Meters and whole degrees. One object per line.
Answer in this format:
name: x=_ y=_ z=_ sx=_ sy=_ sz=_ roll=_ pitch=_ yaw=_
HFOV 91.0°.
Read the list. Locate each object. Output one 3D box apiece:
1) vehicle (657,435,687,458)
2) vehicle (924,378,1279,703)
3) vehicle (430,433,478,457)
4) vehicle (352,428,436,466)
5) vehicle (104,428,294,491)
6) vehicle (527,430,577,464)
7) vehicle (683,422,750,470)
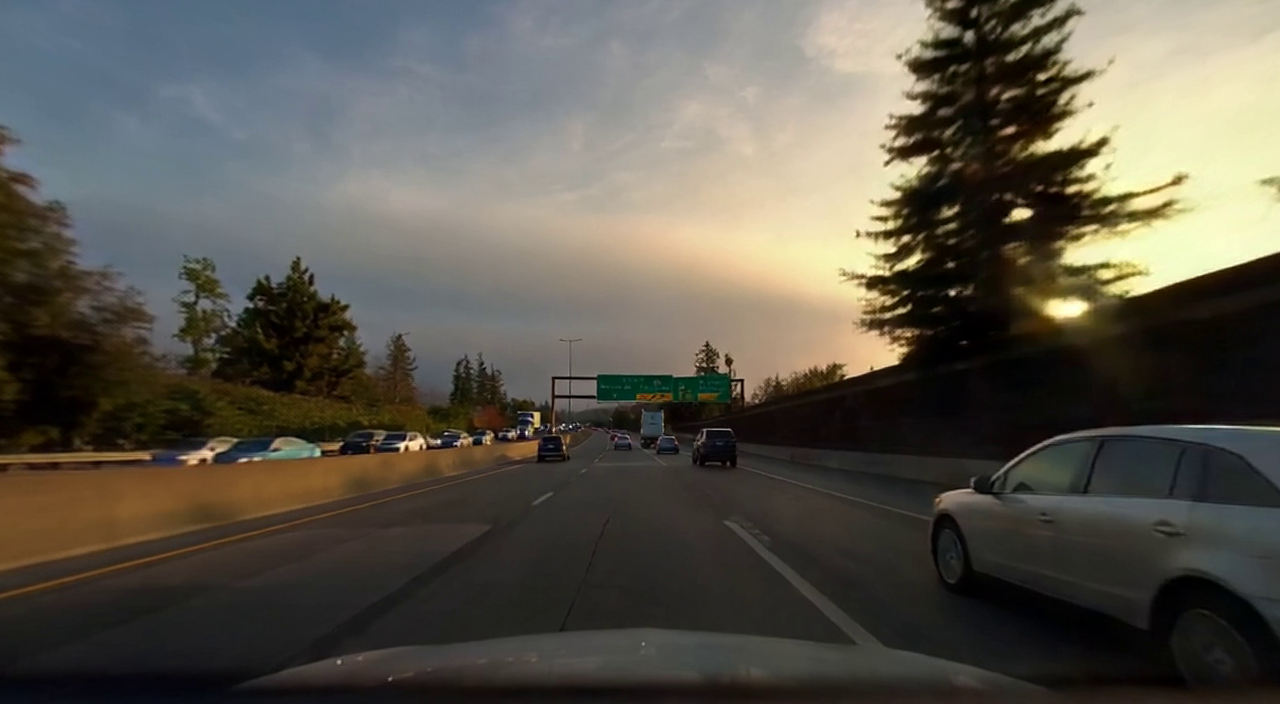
vehicle: x=2.119 y=6.461 z=43.054 sx=1.844 sy=1.462 sz=3.736 roll=0 pitch=-8 yaw=0
vehicle: x=3.651 y=0.986 z=3.437 sx=2.127 sy=1.497 sz=4.445 roll=0 pitch=-8 yaw=0
vehicle: x=-11.472 y=5.762 z=39.024 sx=1.727 sy=1.433 sz=3.940 roll=0 pitch=-8 yaw=0
vehicle: x=-10.854 y=4.226 z=28.116 sx=1.948 sy=1.538 sz=4.322 roll=0 pitch=-8 yaw=1
vehicle: x=-11.767 y=2.879 z=17.265 sx=2.117 sy=1.498 sz=4.271 roll=0 pitch=-8 yaw=0
vehicle: x=-4.605 y=5.019 z=33.453 sx=2.058 sy=1.689 sz=4.315 roll=0 pitch=-8 yaw=0
vehicle: x=3.291 y=4.188 z=28.280 sx=2.207 sy=1.937 sz=5.610 roll=0 pitch=-8 yaw=-1
